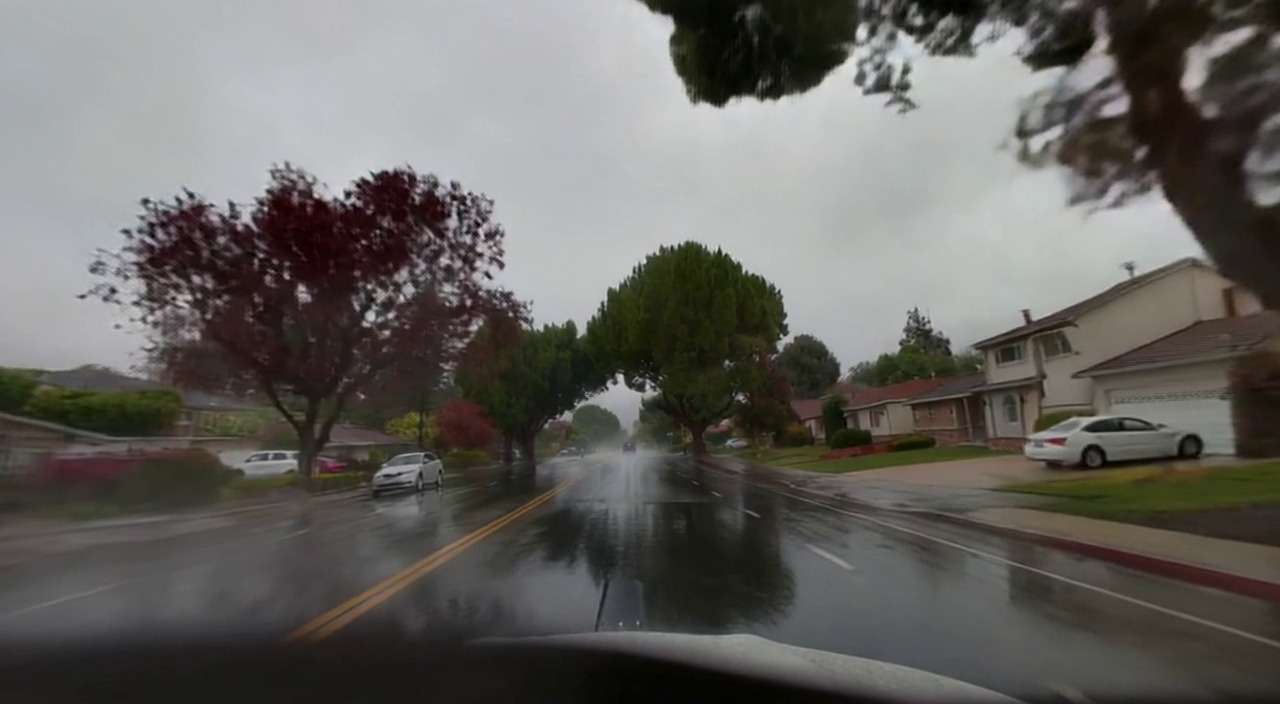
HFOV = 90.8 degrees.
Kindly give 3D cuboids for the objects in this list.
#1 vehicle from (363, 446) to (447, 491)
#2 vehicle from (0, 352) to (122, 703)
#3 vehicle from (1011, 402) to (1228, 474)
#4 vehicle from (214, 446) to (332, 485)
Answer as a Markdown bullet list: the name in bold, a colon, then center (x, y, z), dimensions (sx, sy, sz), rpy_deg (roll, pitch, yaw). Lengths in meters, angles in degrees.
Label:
- **vehicle**: center (-9.751, 4.837, 26.638), dimensions (1.931, 1.465, 4.683), rpy_deg (-5, -7, -3)
- **vehicle**: center (-4.231, 0.646, 1.162), dimensions (2.151, 1.830, 5.172), rpy_deg (0, -8, 0)
- **vehicle**: center (13.736, 2.484, 18.357), dimensions (4.441, 1.932, 2.243), rpy_deg (0, -7, 0)
- **vehicle**: center (-19.562, 6.071, 33.862), dimensions (4.802, 1.868, 2.395), rpy_deg (-1, -9, -2)
